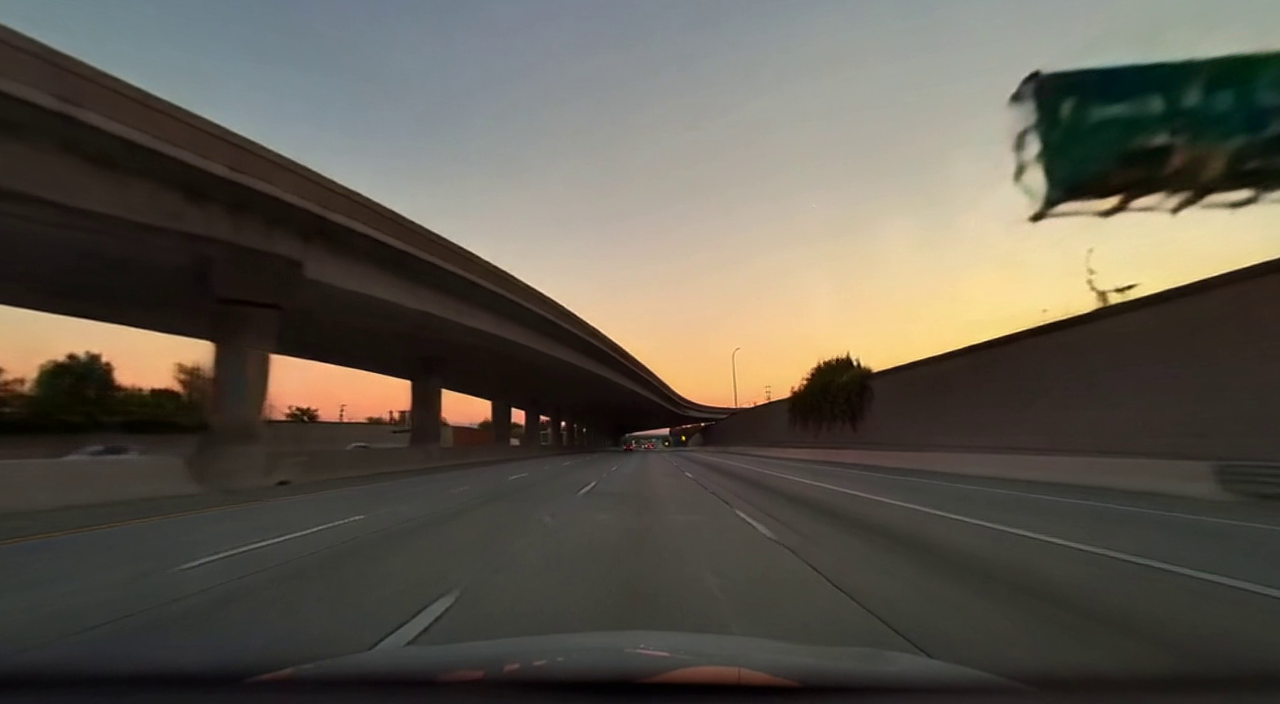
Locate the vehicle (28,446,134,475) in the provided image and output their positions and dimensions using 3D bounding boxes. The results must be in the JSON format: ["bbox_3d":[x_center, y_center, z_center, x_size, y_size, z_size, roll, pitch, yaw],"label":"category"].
[{"bbox_3d":[-31.601,6.109,35.873,1.810,1.505,4.512,0,-8,1],"label":"vehicle"}]
